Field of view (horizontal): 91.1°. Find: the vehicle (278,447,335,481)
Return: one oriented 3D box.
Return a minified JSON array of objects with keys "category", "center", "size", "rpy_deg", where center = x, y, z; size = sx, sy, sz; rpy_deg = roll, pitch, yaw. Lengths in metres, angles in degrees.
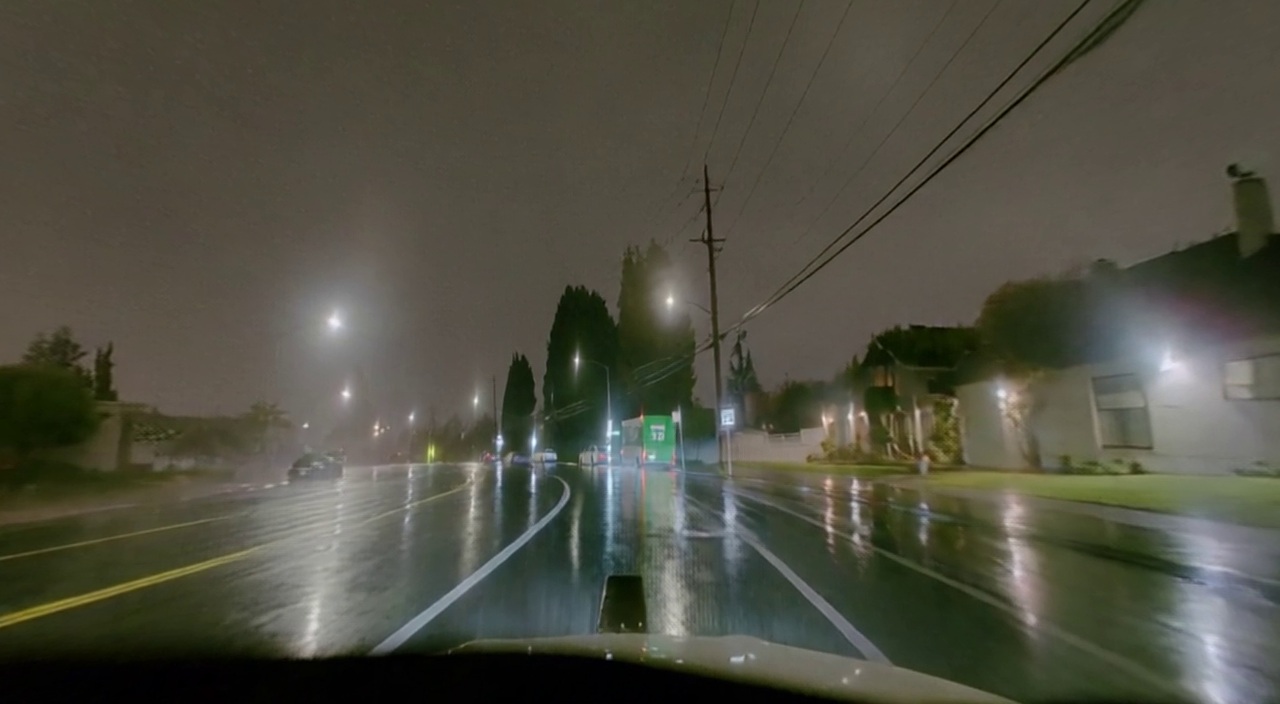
[{"category":"vehicle","center":[-19.497,6.515,36.867],"size":[1.976,1.797,4.249],"rpy_deg":[2,-9,-16]}]

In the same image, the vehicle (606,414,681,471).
[{"category":"vehicle","center":[0.050,5.913,41.059],"size":[2.918,3.319,7.595],"rpy_deg":[2,-9,-15]}]
